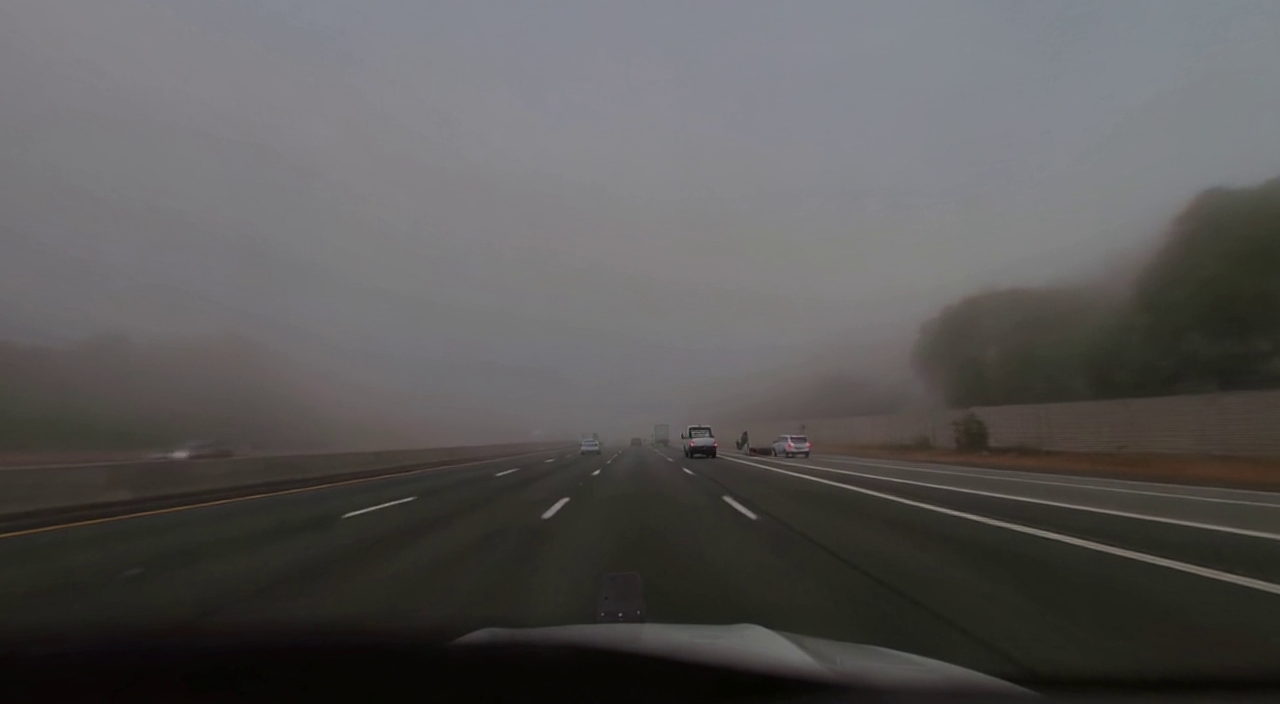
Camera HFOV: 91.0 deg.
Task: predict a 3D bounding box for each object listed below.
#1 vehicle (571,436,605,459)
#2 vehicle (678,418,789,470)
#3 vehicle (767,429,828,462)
[{"bbox_3d":[-3.611,6.718,44.347,2.066,1.500,4.415,0,-8,0],"label":"vehicle"},{"bbox_3d":[4.042,4.589,31.365,3.042,2.004,14.051,0,-8,-2],"label":"vehicle"},{"bbox_3d":[9.797,5.897,39.653,2.184,1.873,5.466,0,-8,-3],"label":"vehicle"}]
